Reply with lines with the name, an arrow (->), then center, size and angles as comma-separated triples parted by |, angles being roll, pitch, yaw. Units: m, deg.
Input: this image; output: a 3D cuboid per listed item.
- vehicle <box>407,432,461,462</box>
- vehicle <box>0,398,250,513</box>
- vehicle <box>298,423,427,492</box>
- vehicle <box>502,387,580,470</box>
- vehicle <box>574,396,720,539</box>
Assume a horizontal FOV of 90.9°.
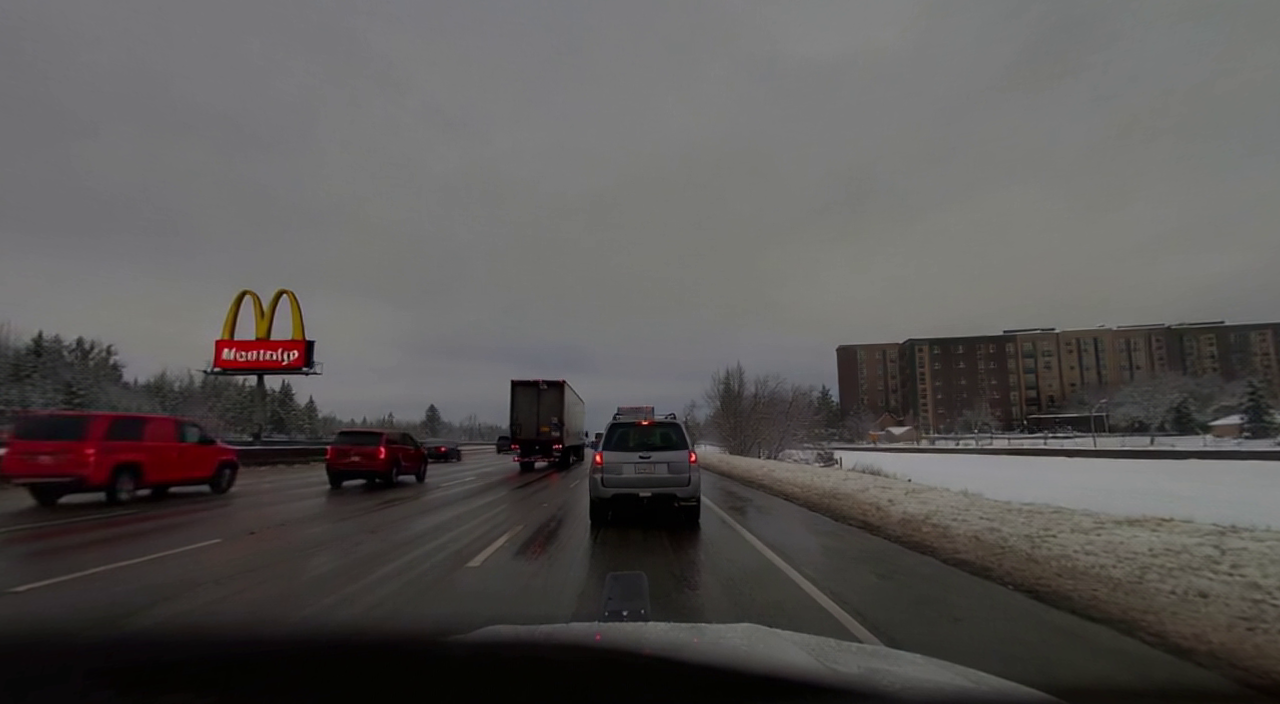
vehicle -> -12.422, 5.770, 38.347 | 1.915, 1.710, 4.670 | 0, -9, -2
vehicle -> -11.612, 2.244, 13.947 | 2.240, 1.995, 5.854 | 0, -9, 0
vehicle -> -7.696, 2.975, 18.022 | 1.854, 1.740, 4.151 | 0, -9, -1
vehicle -> -4.625, 3.899, 31.300 | 2.814, 3.513, 8.529 | 0, -9, -2
vehicle -> 0.054, 1.847, 10.531 | 1.947, 1.910, 4.040 | 0, -9, -1
